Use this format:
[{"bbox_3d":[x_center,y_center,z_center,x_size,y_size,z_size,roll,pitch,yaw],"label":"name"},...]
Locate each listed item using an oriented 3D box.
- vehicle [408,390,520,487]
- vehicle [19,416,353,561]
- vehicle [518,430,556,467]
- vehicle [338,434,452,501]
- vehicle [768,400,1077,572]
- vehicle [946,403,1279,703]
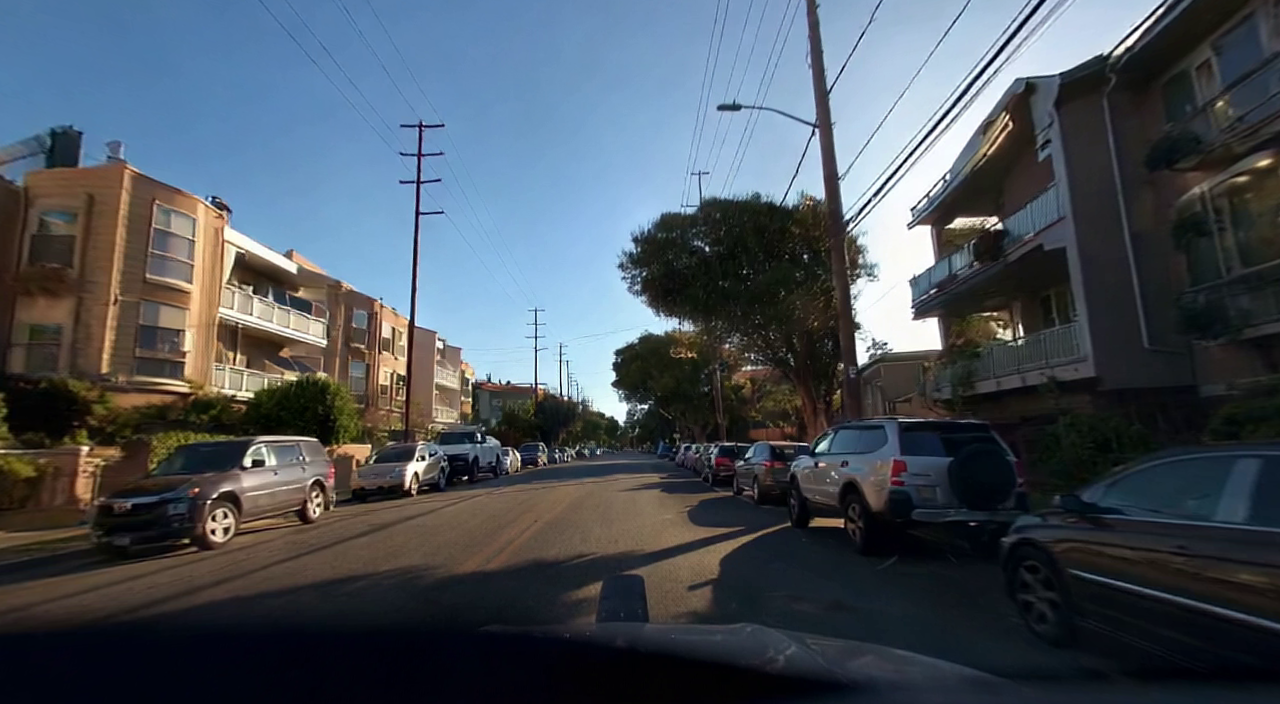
[{"bbox_3d":[-7.542,3.866,28.013,2.901,3.610,6.707,-3,-9,1],"label":"vehicle"},{"bbox_3d":[-7.592,2.283,11.566,2.209,2.003,5.270,0,-8,-1],"label":"vehicle"},{"bbox_3d":[-7.213,6.818,44.516,1.889,2.463,4.142,0,-9,1],"label":"vehicle"},{"bbox_3d":[-7.747,3.699,20.494,1.955,1.804,4.523,-3,-9,-1],"label":"vehicle"},{"bbox_3d":[3.651,1.842,9.476,2.185,1.888,4.724,0,-9,-4],"label":"vehicle"},{"bbox_3d":[3.799,1.067,3.127,2.051,1.550,4.938,0,-9,0],"label":"vehicle"}]
